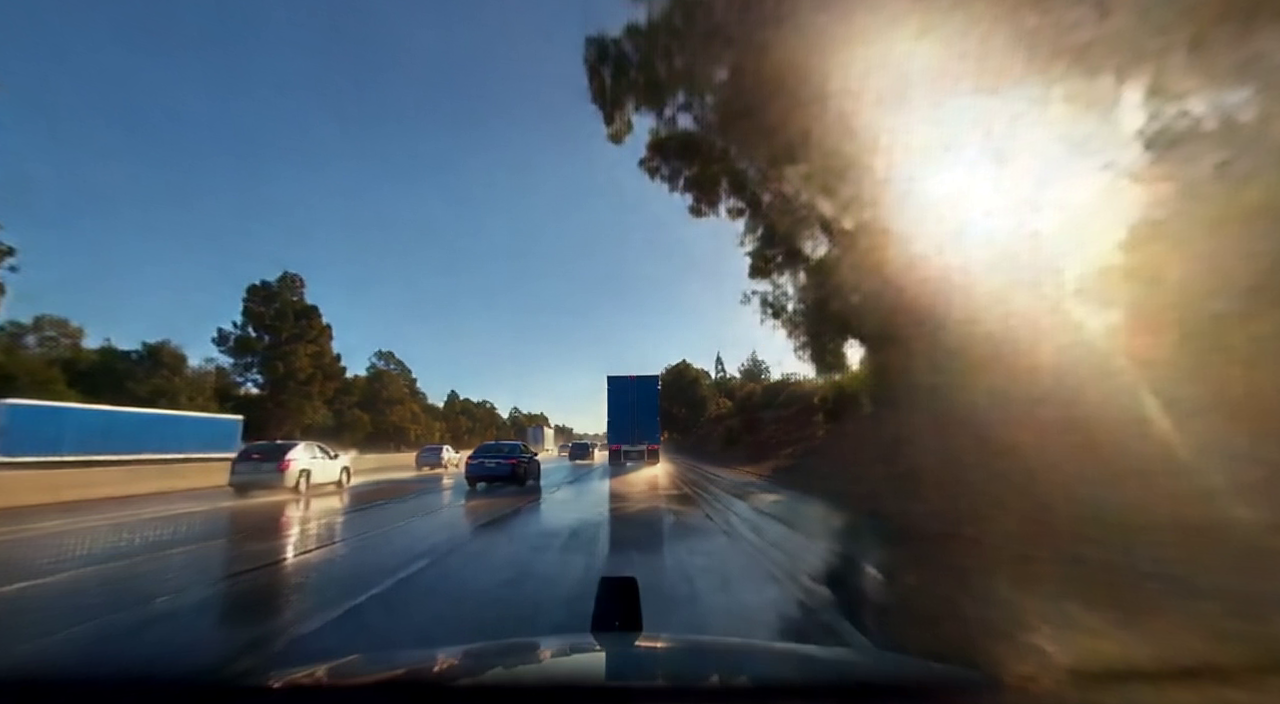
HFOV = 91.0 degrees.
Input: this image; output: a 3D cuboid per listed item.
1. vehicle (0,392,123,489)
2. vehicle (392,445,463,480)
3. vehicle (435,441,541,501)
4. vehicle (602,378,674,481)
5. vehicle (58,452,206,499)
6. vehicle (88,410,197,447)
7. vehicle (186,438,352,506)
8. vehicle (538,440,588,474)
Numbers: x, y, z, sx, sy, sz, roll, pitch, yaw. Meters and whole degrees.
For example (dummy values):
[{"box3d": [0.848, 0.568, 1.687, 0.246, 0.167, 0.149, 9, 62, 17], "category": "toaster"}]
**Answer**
[{"box3d": [-25.373, 3.396, 24.074, 2.852, 3.598, 9.886, 0, -8, -1], "category": "vehicle"}, {"box3d": [-9.804, 5.090, 29.402, 1.863, 1.474, 4.278, 0, -8, 0], "category": "vehicle"}, {"box3d": [-4.384, 3.465, 18.831, 2.164, 1.582, 3.979, 0, -8, 0], "category": "vehicle"}, {"box3d": [-0.314, 3.884, 30.869, 2.913, 4.113, 10.724, 0, -8, -2], "category": "vehicle"}, {"box3d": [-18.043, 4.358, 22.673, 1.701, 1.431, 4.405, 0, -8, -1], "category": "vehicle"}, {"box3d": [-25.327, 3.953, 32.307, 1.986, 1.617, 4.546, -3, -8, -1], "category": "vehicle"}, {"box3d": [-9.784, 3.161, 17.073, 1.952, 1.590, 4.090, -1, -8, 1], "category": "vehicle"}, {"box3d": [-4.071, 5.594, 33.931, 2.158, 1.680, 4.087, -1, -8, 1], "category": "vehicle"}]
